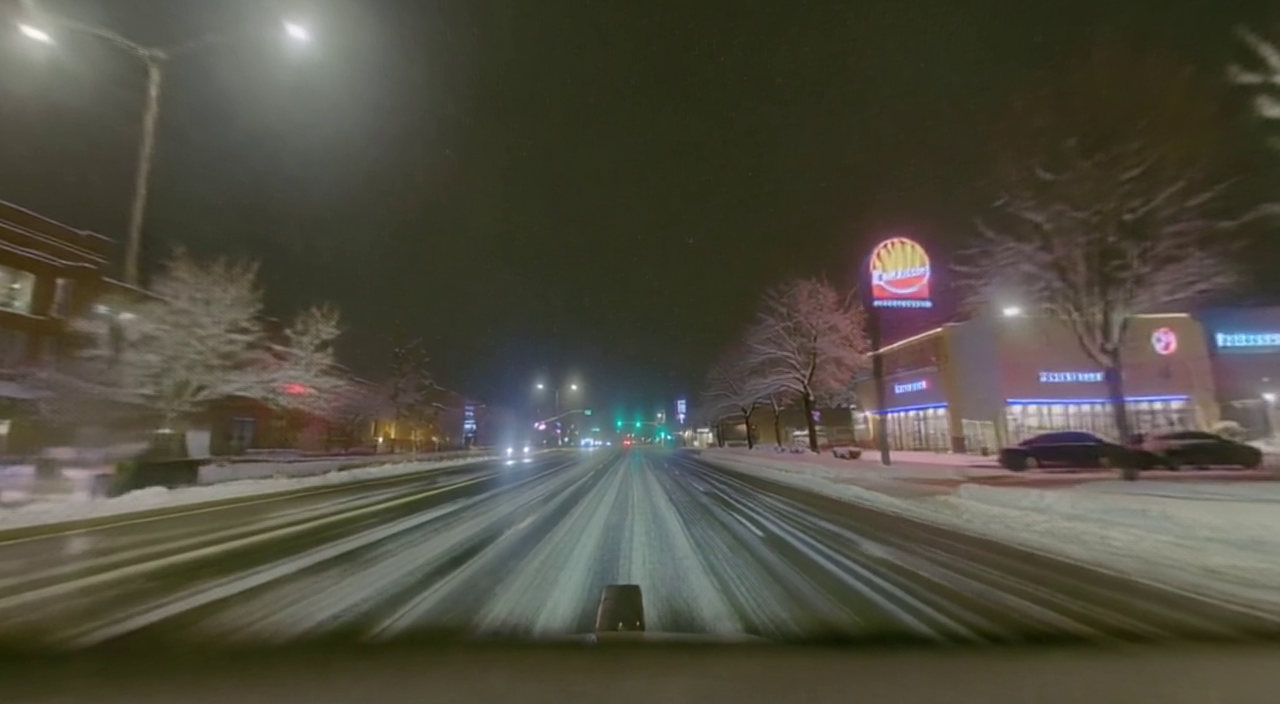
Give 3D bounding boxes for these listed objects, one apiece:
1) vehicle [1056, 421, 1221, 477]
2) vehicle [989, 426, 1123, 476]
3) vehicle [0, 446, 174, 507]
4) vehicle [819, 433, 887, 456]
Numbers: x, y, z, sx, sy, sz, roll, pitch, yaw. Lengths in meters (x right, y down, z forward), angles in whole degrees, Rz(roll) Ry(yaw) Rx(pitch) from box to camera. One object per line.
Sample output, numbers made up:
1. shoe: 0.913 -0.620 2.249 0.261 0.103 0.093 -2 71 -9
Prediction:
1. vehicle: 17.964 3.533 23.171 1.995 1.793 4.956 0 -8 0
2. vehicle: 15.310 3.671 23.646 1.881 1.664 4.658 0 -8 1
3. vehicle: -15.898 3.449 18.055 1.872 1.505 4.296 0 -8 0
4. vehicle: 16.796 7.341 49.962 4.634 1.745 1.893 0 -8 0
